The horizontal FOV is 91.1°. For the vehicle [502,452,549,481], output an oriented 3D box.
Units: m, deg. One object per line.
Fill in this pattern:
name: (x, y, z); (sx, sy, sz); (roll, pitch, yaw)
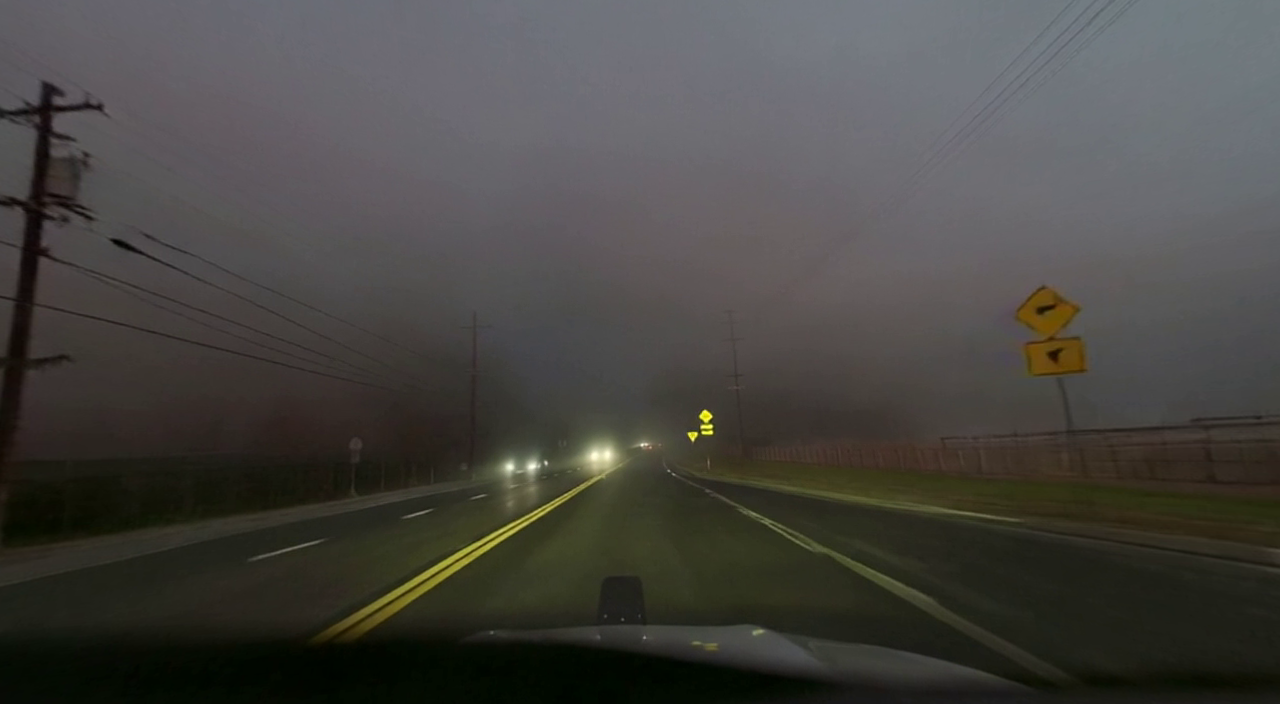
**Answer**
vehicle: (-7.353, 7.404, 40.787); (2.140, 1.621, 4.776); (-3, -9, 0)
